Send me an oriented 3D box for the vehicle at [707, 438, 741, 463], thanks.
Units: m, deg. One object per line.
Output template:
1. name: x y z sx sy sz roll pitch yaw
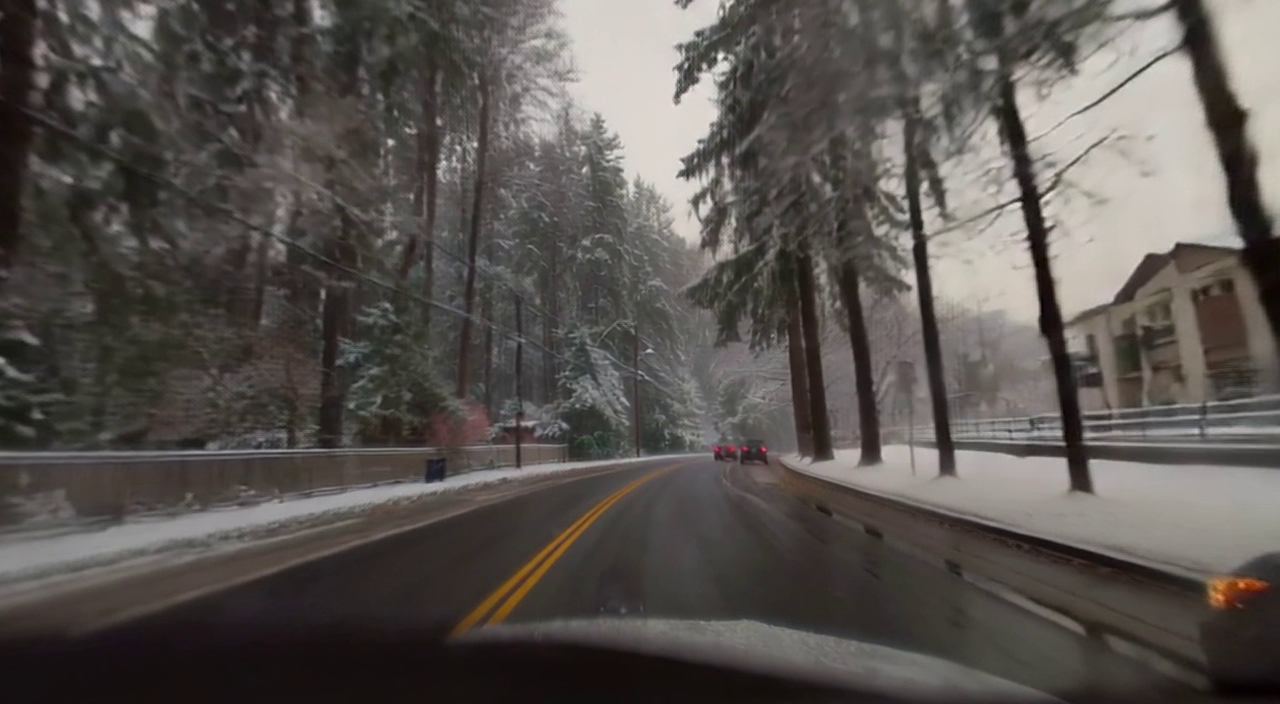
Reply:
1. vehicle: 6.600 7.664 49.108 2.158 1.852 4.485 -2 -9 13

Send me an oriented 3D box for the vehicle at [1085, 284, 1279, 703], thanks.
1. vehicle: 3.336 0.461 0.552 2.219 1.881 5.104 0 -8 2

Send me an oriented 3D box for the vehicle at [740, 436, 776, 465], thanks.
1. vehicle: 7.591 6.322 40.421 2.069 1.791 4.422 -1 -9 10
